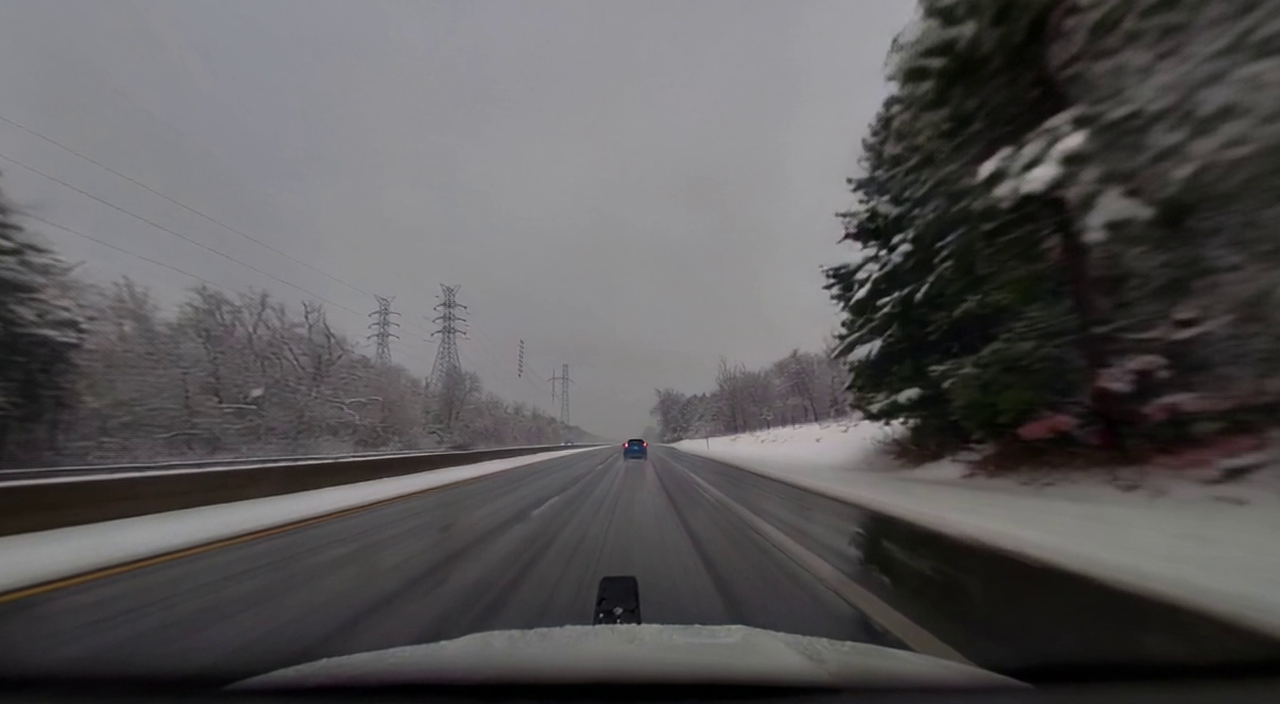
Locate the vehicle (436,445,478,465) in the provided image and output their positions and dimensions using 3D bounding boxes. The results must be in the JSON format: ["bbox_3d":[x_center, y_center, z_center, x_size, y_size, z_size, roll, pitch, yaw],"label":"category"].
[{"bbox_3d":[-14.294,8.042,49.357,1.953,1.477,4.501,0,-8,0],"label":"vehicle"}]
